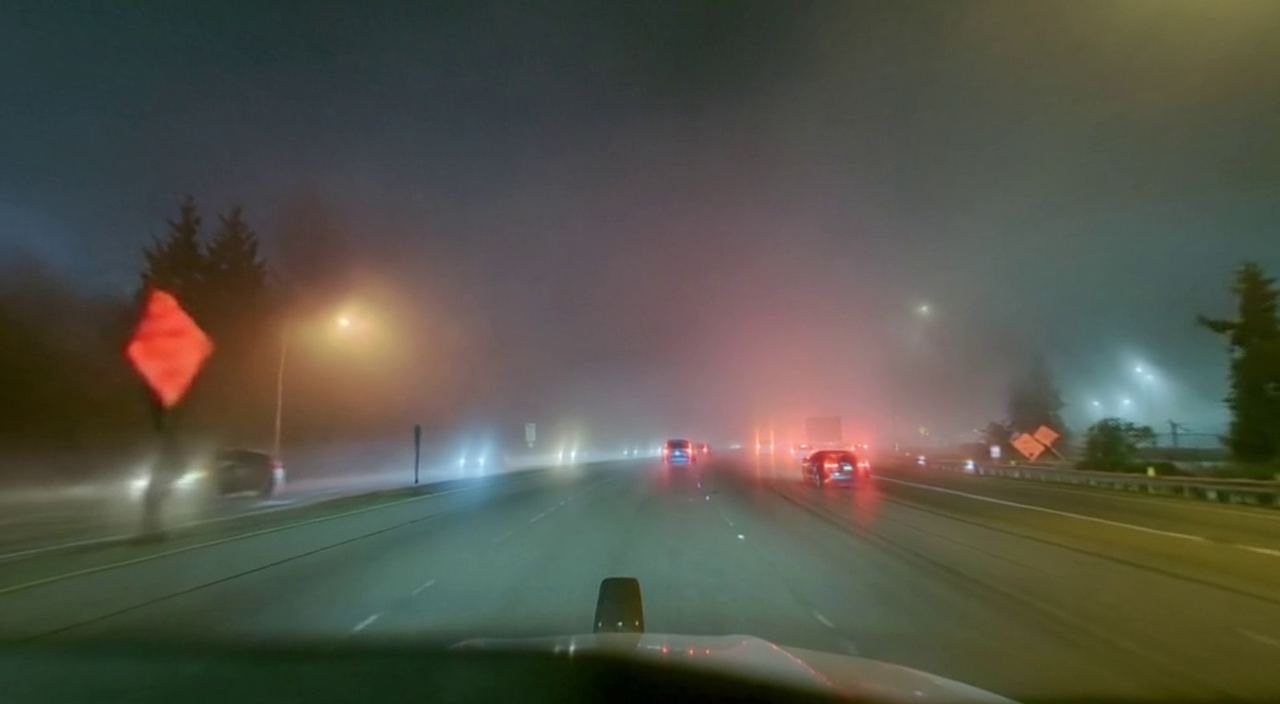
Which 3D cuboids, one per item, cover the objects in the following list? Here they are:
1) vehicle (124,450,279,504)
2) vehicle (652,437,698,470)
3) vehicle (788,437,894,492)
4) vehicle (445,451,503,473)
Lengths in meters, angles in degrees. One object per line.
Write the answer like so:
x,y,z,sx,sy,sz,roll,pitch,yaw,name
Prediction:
-14.966,4.257,21.965,1.913,1.610,4.549,-1,-8,4,vehicle
2.020,5.613,35.114,2.201,1.676,4.541,-1,-8,7,vehicle
5.898,3.337,19.115,2.044,1.474,4.083,0,-8,3,vehicle
-11.607,7.721,44.643,2.205,1.446,4.840,-1,-9,8,vehicle
